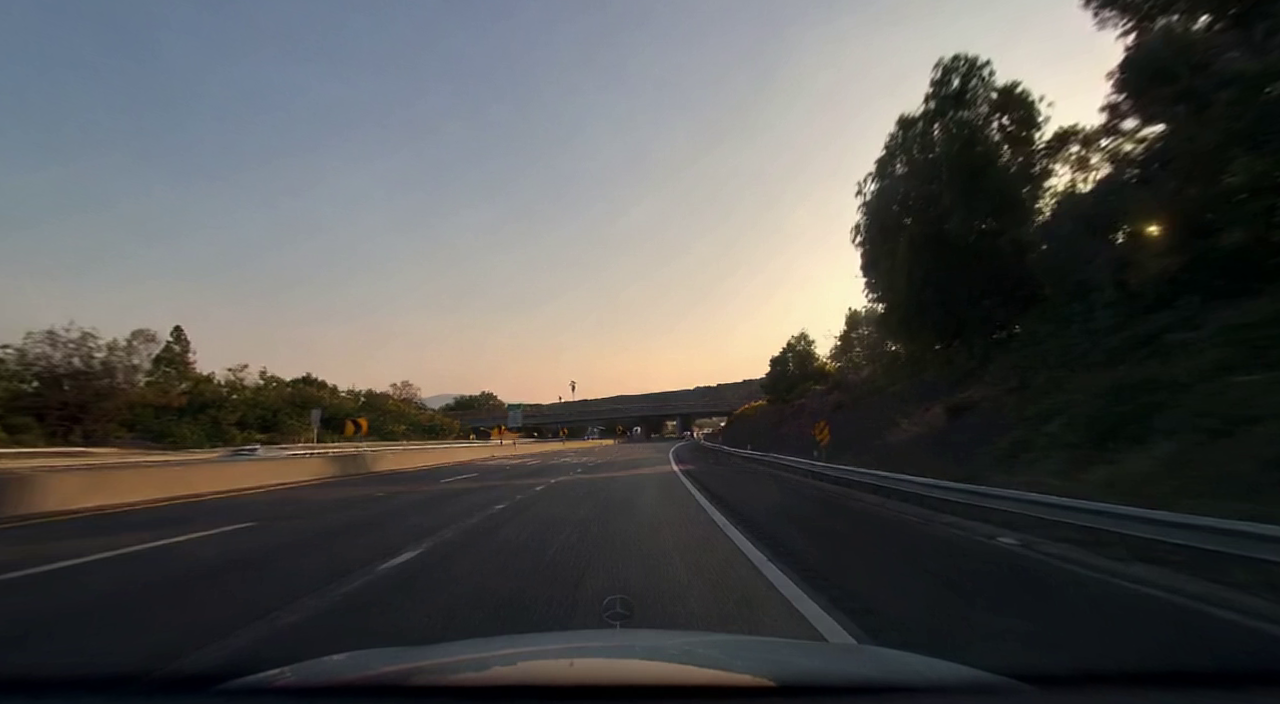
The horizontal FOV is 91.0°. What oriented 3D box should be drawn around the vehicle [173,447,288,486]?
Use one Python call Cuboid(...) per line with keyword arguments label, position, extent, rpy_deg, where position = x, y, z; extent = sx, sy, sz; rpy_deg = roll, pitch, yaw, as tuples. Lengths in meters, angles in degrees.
Cuboid(label="vehicle", position=(-16.729, 4.652, 26.010), extent=(1.778, 1.420, 4.352), rpy_deg=(0, -8, 0))
